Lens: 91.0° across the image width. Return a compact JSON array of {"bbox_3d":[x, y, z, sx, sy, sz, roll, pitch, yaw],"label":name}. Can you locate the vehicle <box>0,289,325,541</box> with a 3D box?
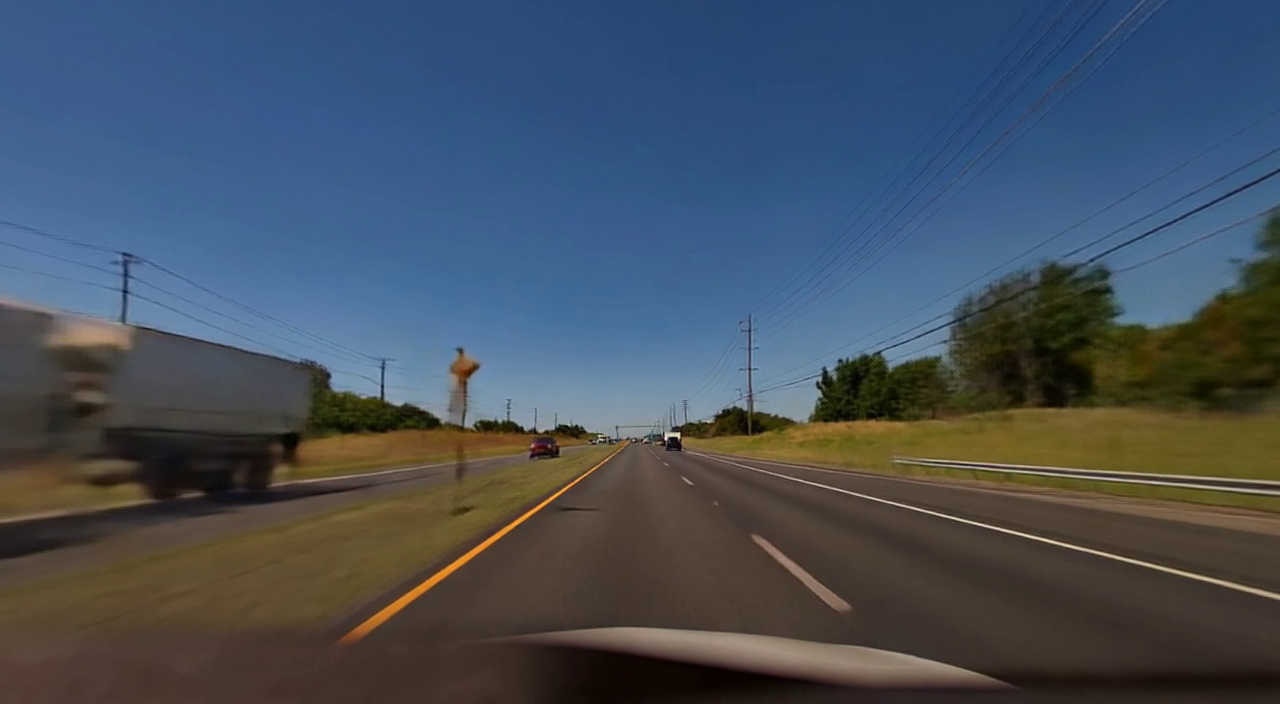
[{"bbox_3d":[-11.894,1.526,13.674,2.937,4.068,14.080,0,-8,0],"label":"vehicle"}]
